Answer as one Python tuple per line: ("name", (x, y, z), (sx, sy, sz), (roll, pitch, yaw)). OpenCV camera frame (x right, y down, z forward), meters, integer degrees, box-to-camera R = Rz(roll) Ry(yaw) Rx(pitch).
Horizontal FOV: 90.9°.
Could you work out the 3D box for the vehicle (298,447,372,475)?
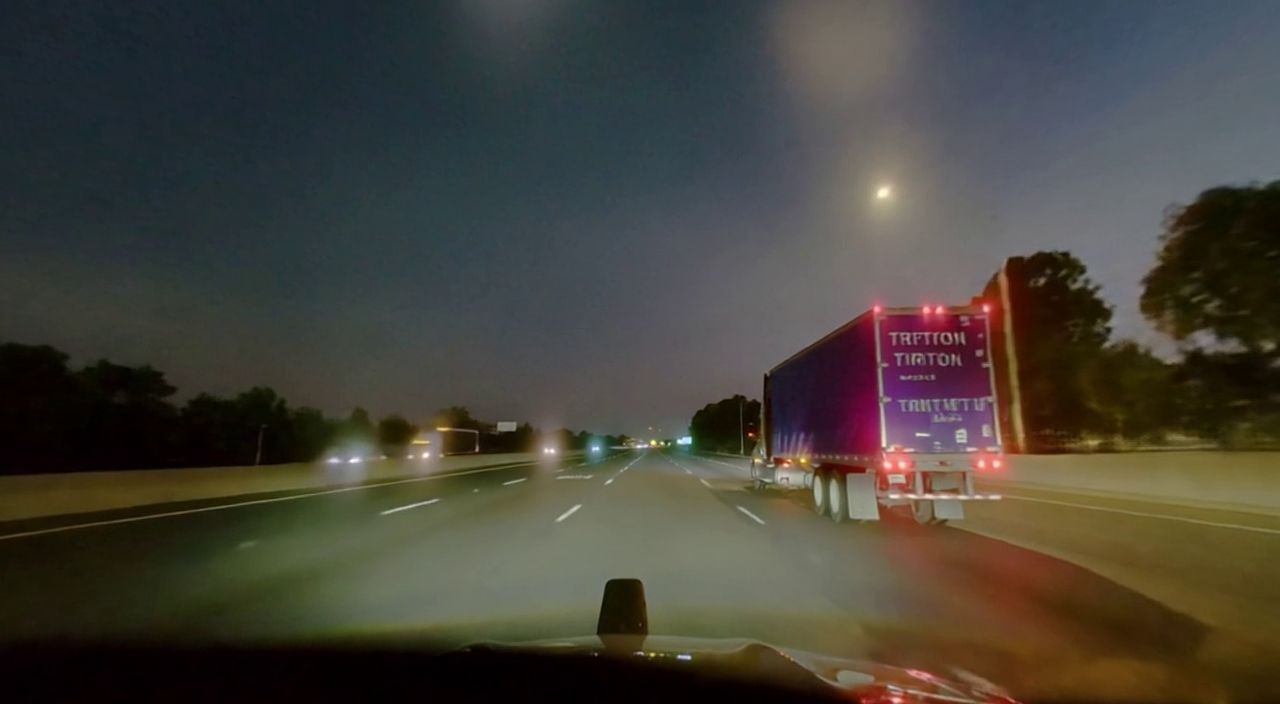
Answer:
("vehicle", (-18.054, 6.457, 37.616), (2.033, 1.537, 4.607), (0, -8, 1))
